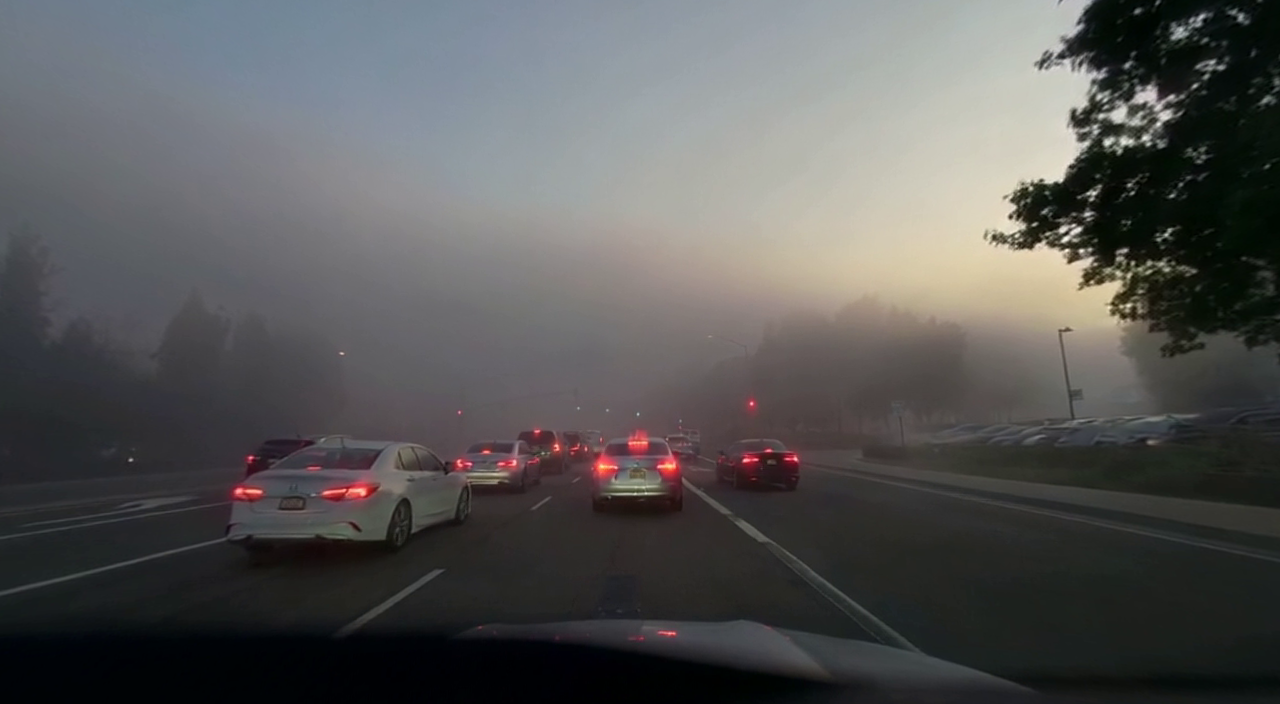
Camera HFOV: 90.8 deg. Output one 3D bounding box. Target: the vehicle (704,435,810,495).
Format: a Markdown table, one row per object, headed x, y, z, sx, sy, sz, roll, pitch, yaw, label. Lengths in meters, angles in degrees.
| x | y | z | sx | sy | sz | roll | pitch | yaw | label |
| --- | --- | --- | --- | --- | --- | --- | --- | --- | --- |
| 3.117 | 3.120 | 17.862 | 1.978 | 1.452 | 4.381 | 0 | -8 | -3 | vehicle |

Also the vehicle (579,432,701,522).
| x | y | z | sx | sy | sz | roll | pitch | yaw | label |
| --- | --- | --- | --- | --- | --- | --- | --- | --- | --- |
| -0.073 | 2.366 | 12.512 | 2.007 | 1.467 | 4.059 | 0 | -8 | -2 | vehicle |

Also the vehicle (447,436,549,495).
| x | y | z | sx | sy | sz | roll | pitch | yaw | label |
| --- | --- | --- | --- | --- | --- | --- | --- | --- | --- |
| -3.883 | 3.168 | 18.066 | 1.985 | 1.467 | 4.224 | 0 | -8 | 0 | vehicle |

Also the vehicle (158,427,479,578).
| x | y | z | sx | sy | sz | roll | pitch | yaw | label |
| --- | --- | --- | --- | --- | --- | --- | --- | --- | --- |
| -3.757 | 1.816 | 8.513 | 2.052 | 1.475 | 4.341 | 0 | -8 | 0 | vehicle |

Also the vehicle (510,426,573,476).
| x | y | z | sx | sy | sz | roll | pitch | yaw | label |
| --- | --- | --- | --- | --- | --- | --- | --- | --- | --- |
| -3.979 | 4.092 | 26.332 | 2.054 | 1.881 | 4.469 | 0 | -8 | -2 | vehicle |
